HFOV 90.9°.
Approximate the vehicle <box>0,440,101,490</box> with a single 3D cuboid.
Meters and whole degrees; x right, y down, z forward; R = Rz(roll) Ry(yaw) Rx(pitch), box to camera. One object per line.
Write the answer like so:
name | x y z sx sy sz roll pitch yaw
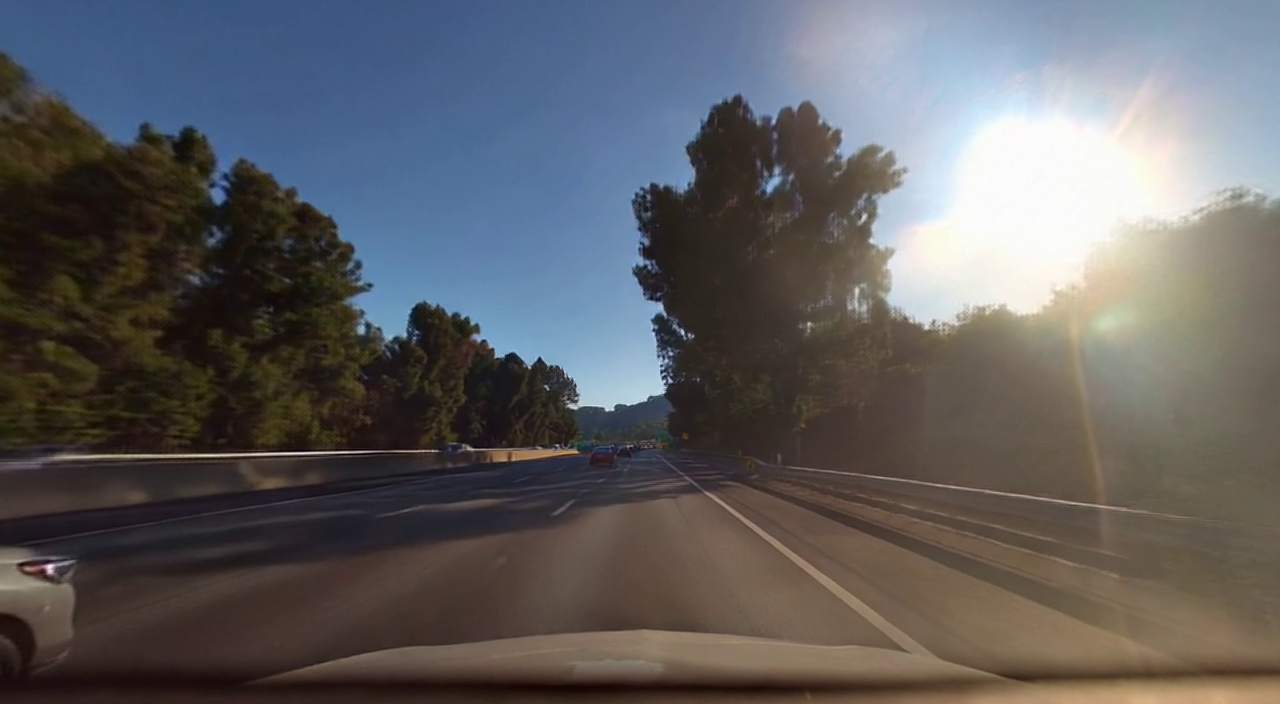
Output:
vehicle | -20.946 3.676 20.774 1.962 1.549 4.878 0 -8 2
